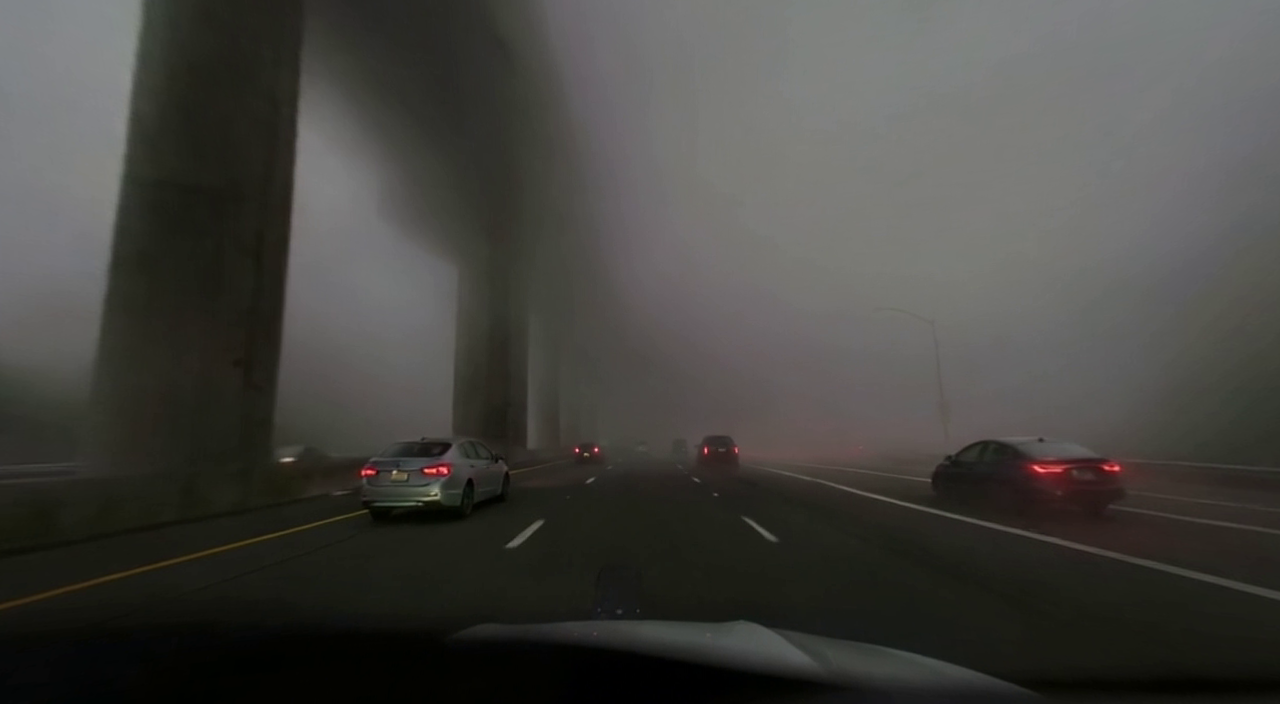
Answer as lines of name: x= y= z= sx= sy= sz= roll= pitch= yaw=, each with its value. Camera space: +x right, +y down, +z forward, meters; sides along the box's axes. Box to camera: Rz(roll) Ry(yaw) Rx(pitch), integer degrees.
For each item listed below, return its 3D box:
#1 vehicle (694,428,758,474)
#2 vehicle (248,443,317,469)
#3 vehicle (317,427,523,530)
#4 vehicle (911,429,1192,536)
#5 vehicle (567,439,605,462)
vehicle: x=3.523 y=4.171 z=26.766 sx=2.072 sy=1.761 sz=4.242 roll=0 pitch=-8 yaw=-1
vehicle: x=-22.073 y=6.421 z=39.192 sx=1.871 sy=1.458 sz=4.515 roll=1 pitch=-8 yaw=-4
vehicle: x=-3.636 y=2.182 z=11.562 sx=1.997 sy=1.476 sz=4.703 roll=0 pitch=-8 yaw=1
vehicle: x=6.686 y=2.138 z=11.014 sx=1.989 sy=1.472 sz=4.322 roll=0 pitch=-8 yaw=0
vehicle: x=-3.544 y=6.571 z=42.317 sx=2.047 sy=1.464 sz=4.387 roll=0 pitch=-8 yaw=1
